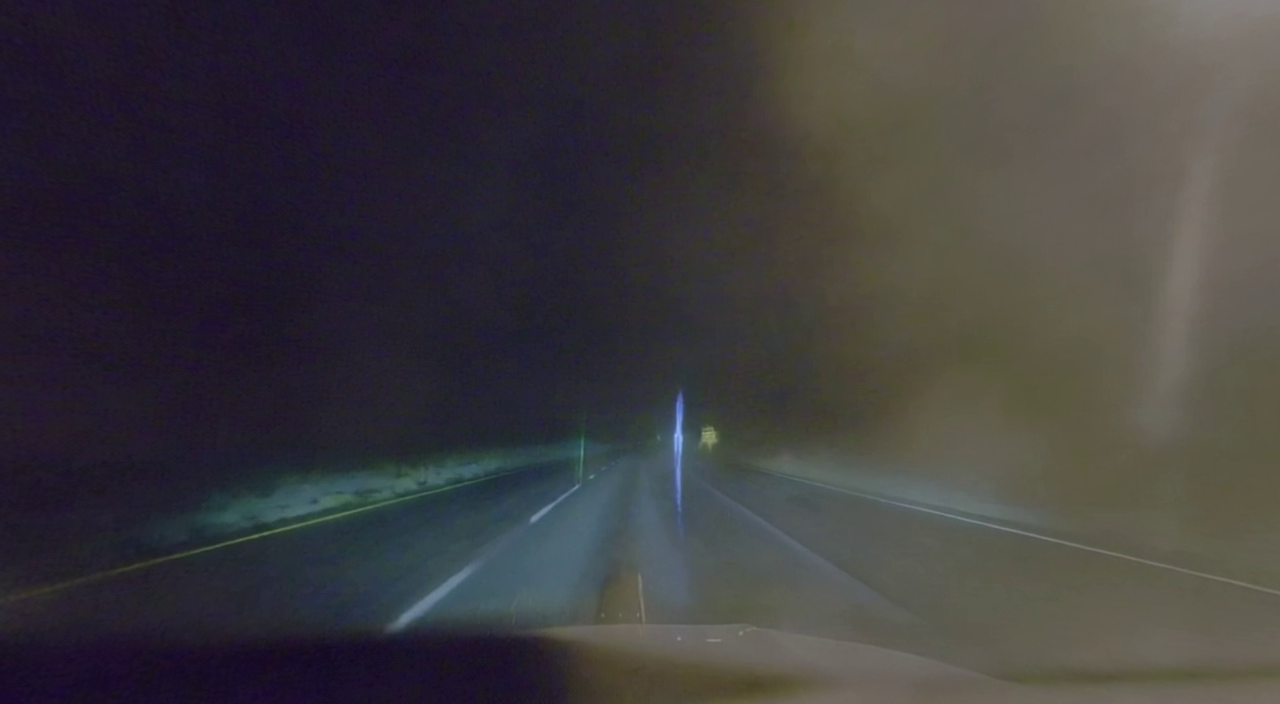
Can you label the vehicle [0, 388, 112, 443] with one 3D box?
[{"bbox_3d":[-19.800,2.098,20.111,1.846,1.589,4.483,0,-8,0],"label":"vehicle"}]
